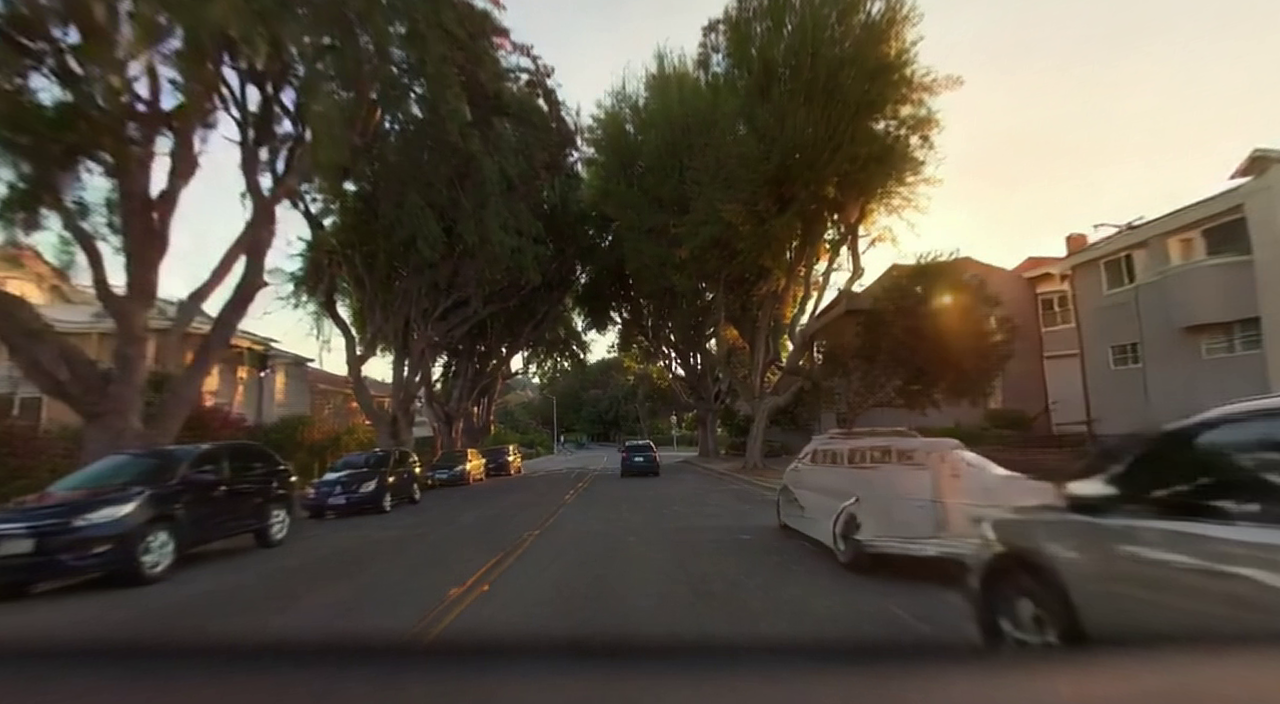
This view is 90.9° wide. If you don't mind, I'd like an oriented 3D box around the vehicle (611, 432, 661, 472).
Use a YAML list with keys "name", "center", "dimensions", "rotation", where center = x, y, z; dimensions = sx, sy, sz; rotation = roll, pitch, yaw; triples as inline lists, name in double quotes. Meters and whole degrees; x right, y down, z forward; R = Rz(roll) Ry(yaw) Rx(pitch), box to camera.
- name: "vehicle"
  center: [-0.181, 4.639, 29.460]
  dimensions: [2.172, 1.722, 4.201]
  rotation: [0, -8, -1]

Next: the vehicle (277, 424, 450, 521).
- name: "vehicle"
  center: [-5.922, 2.608, 14.197]
  dimensions: [1.899, 1.615, 4.624]
  rotation: [-6, -8, -2]

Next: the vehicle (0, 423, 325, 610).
- name: "vehicle"
  center: [-5.901, 1.785, 7.860]
  dimensions: [1.955, 1.659, 4.324]
  rotation: [1, -8, -4]

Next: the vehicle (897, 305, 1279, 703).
- name: "vehicle"
  center: [2.807, 0.780, 1.828]
  dimensions: [1.970, 1.801, 4.721]
  rotation: [0, -8, -2]
